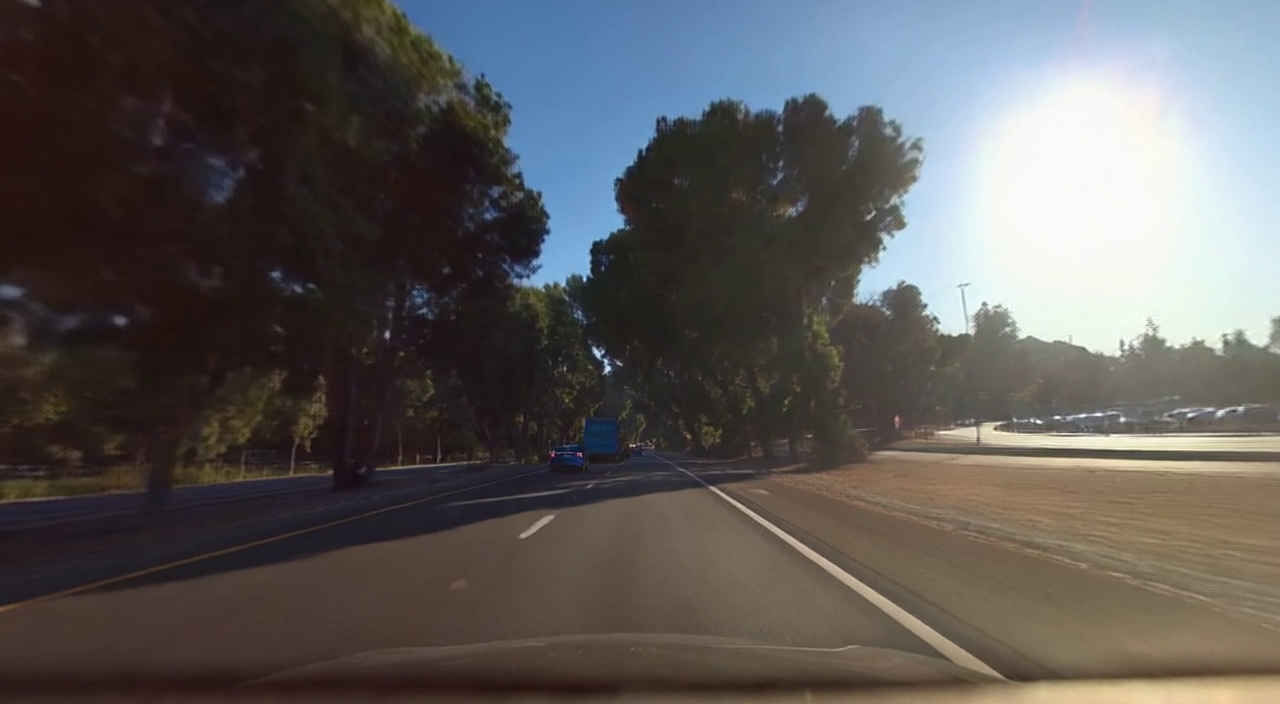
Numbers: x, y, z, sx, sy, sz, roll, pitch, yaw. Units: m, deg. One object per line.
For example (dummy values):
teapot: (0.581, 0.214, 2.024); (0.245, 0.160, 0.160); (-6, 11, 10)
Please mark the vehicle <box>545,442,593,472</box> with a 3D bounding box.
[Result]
vehicle: (-3.689, 5.543, 33.511); (2.005, 1.462, 4.345); (0, -8, 1)
